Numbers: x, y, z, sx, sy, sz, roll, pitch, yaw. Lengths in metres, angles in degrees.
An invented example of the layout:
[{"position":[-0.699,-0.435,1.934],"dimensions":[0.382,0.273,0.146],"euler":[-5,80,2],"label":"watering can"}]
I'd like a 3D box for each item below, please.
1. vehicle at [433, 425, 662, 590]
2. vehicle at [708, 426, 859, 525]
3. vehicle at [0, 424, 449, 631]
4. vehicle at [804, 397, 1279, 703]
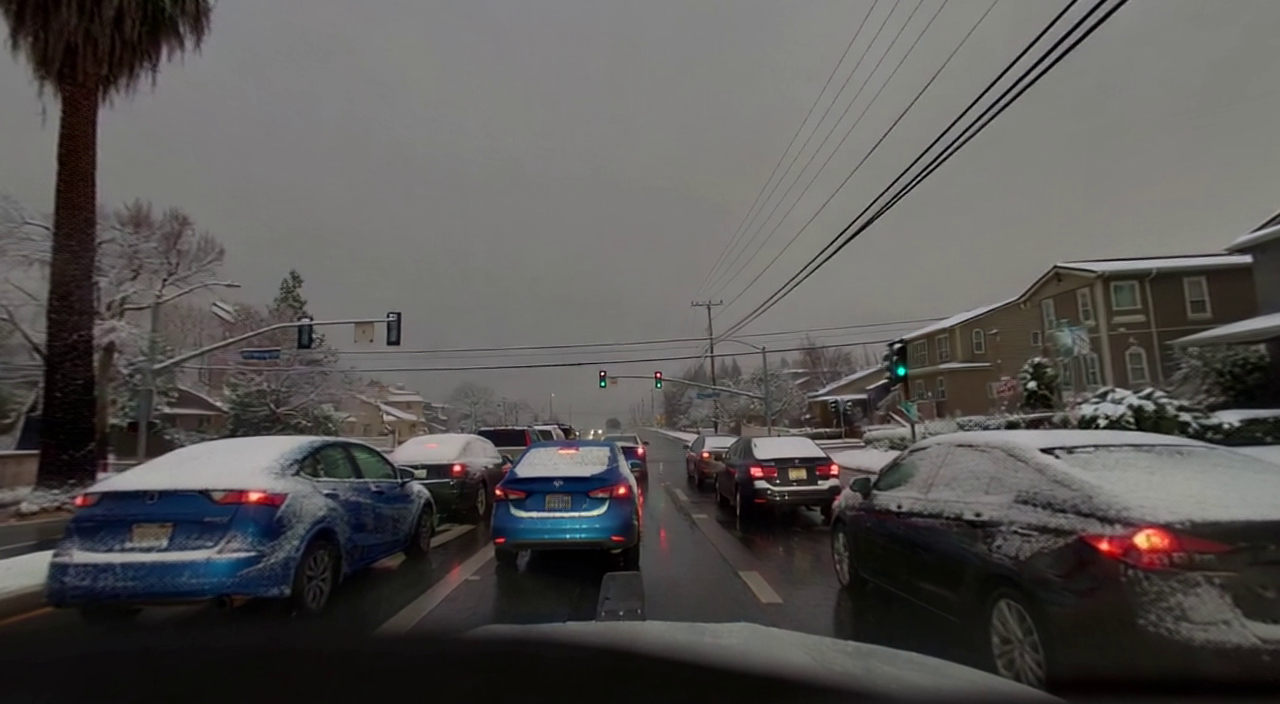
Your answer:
[{"position":[-0.923,1.719,7.821],"dimensions":[2.104,1.500,3.815],"euler":[0,-8,-2],"label":"vehicle"},{"position":[2.603,2.360,12.596],"dimensions":[1.956,1.615,4.205],"euler":[0,-9,-1],"label":"vehicle"},{"position":[-3.698,1.605,6.905],"dimensions":[2.058,1.474,4.473],"euler":[0,-8,-3],"label":"vehicle"},{"position":[2.768,1.211,4.381],"dimensions":[2.014,1.464,4.312],"euler":[0,-8,-1],"label":"vehicle"}]
